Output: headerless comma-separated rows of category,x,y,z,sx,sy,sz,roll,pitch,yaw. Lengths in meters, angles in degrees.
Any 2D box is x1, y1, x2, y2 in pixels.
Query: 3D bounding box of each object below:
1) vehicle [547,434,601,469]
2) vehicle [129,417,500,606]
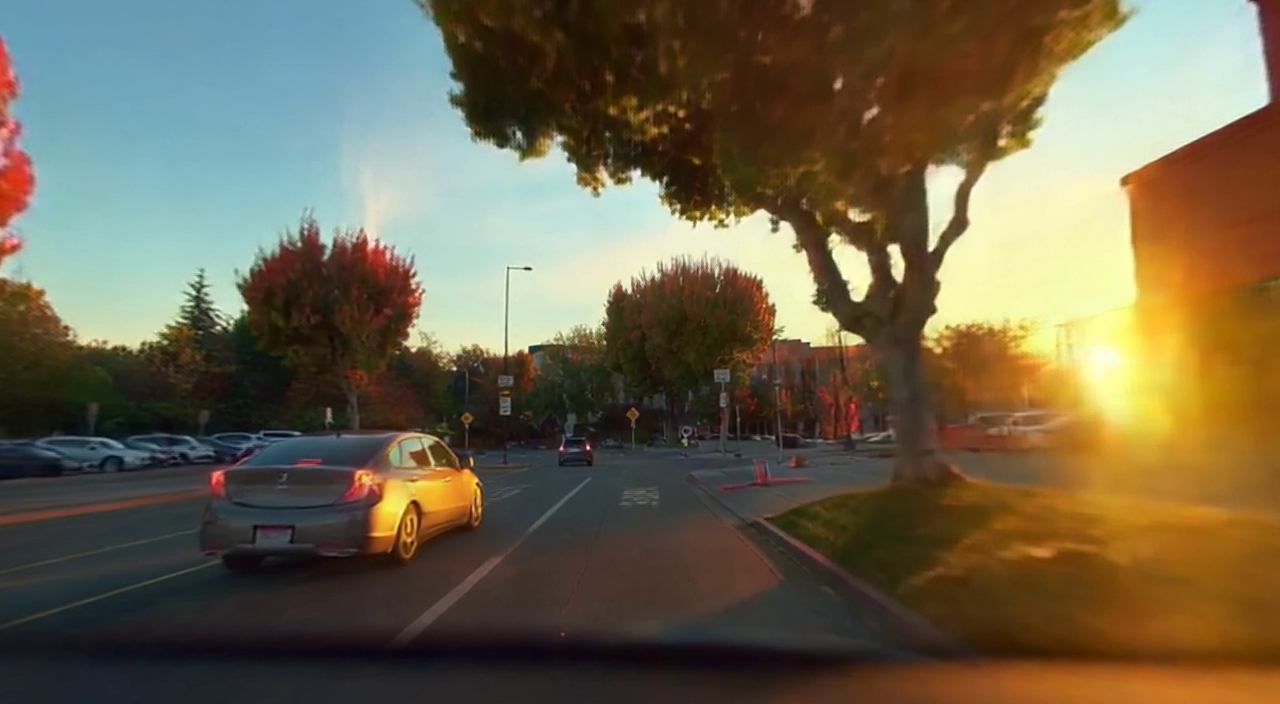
vehicle,-2.925,4.486,28.654,1.962,1.424,4.289,0,-8,1
vehicle,-3.072,1.558,7.208,1.853,1.478,4.381,0,-8,1
